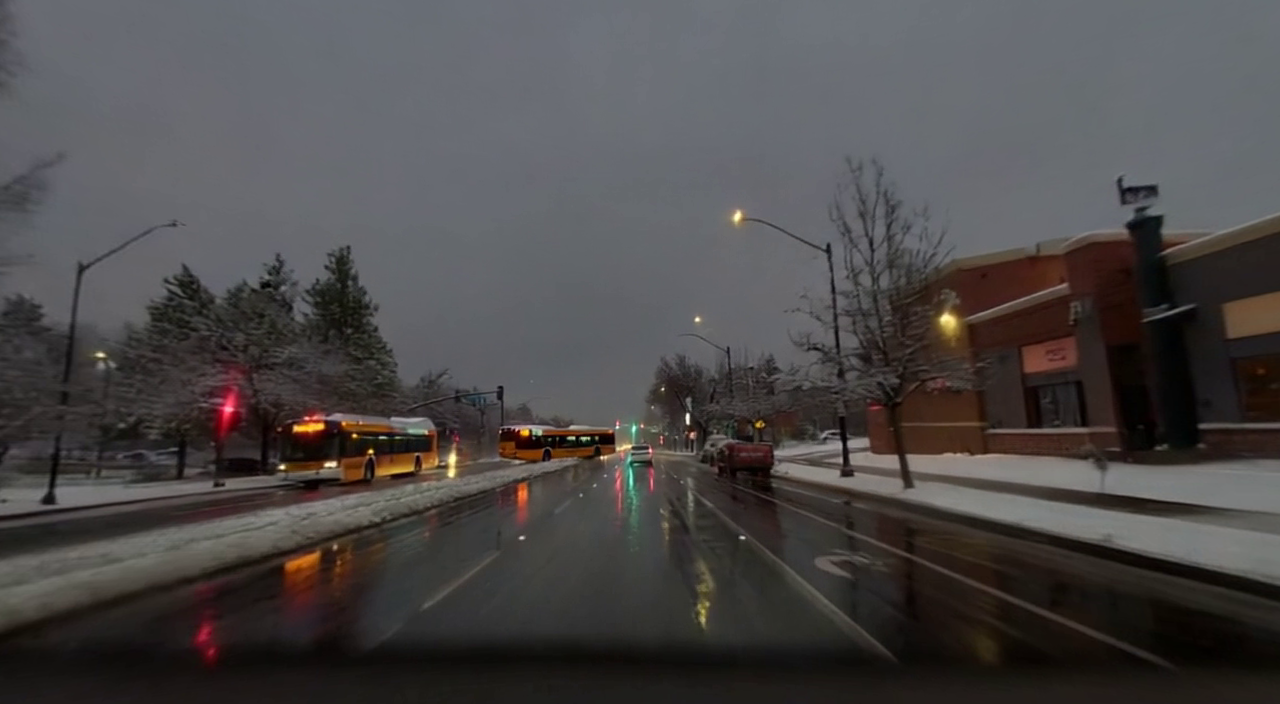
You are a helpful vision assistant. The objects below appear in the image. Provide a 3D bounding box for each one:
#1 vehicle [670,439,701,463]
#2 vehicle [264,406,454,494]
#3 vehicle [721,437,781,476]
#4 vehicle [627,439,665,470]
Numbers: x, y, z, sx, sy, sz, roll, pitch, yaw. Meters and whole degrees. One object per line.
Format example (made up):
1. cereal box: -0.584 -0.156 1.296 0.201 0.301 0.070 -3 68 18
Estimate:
1. vehicle: 3.337 7.421 47.075 2.222 1.688 3.952 0 -9 3
2. vehicle: -12.628 4.682 30.420 3.356 3.365 12.460 0 -9 1
3. vehicle: 5.162 4.944 29.964 2.014 1.681 4.332 0 -9 -1
4. vehicle: 0.310 6.131 37.866 2.089 1.699 4.650 1 -9 -1
